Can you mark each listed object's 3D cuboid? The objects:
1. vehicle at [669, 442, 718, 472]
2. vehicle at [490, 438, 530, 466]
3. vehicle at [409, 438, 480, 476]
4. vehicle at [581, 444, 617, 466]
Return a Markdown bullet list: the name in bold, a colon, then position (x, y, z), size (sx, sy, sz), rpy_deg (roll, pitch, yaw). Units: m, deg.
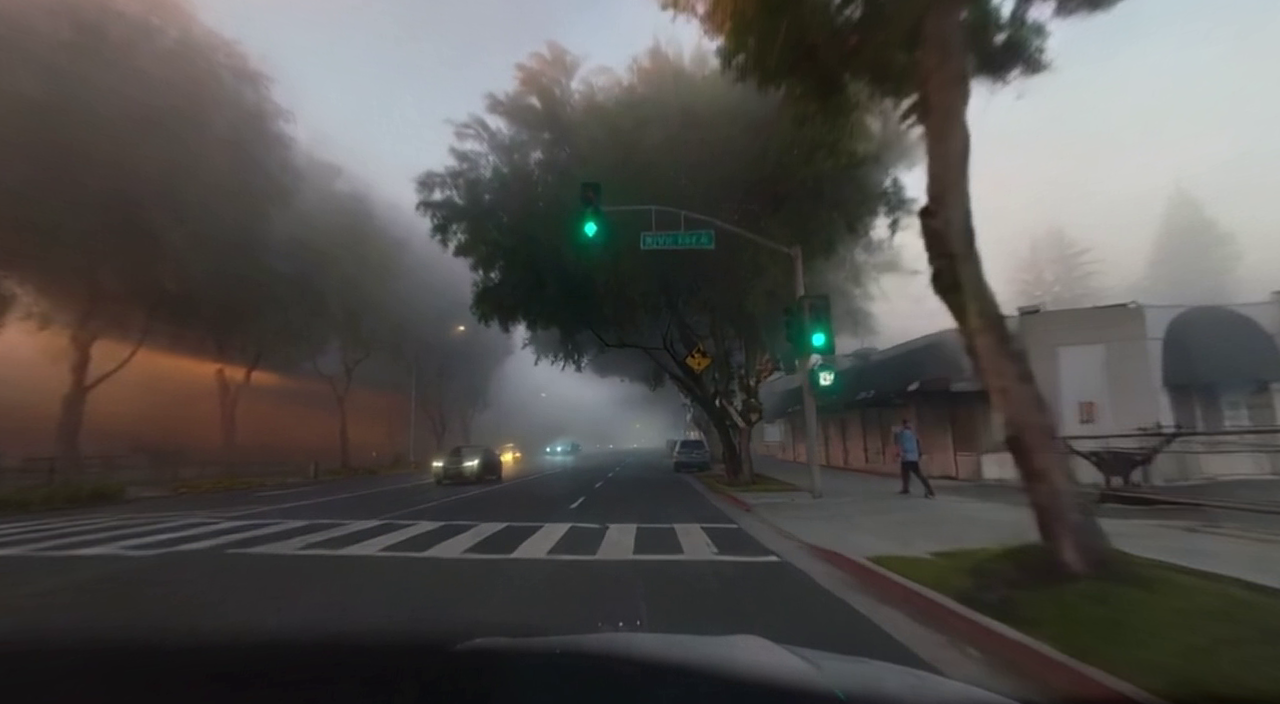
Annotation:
- **vehicle**: position (2.772, 5.588, 33.829), size (2.034, 1.491, 4.618), rpy_deg (0, -8, -3)
- **vehicle**: position (-10.104, 7.808, 49.506), size (2.088, 2.031, 4.616), rpy_deg (0, -8, 1)
- **vehicle**: position (-10.155, 5.465, 33.269), size (2.116, 1.817, 4.964), rpy_deg (0, -8, 1)
- **vehicle**: position (-2.885, 7.349, 45.296), size (2.122, 1.469, 4.388), rpy_deg (0, -8, 2)
